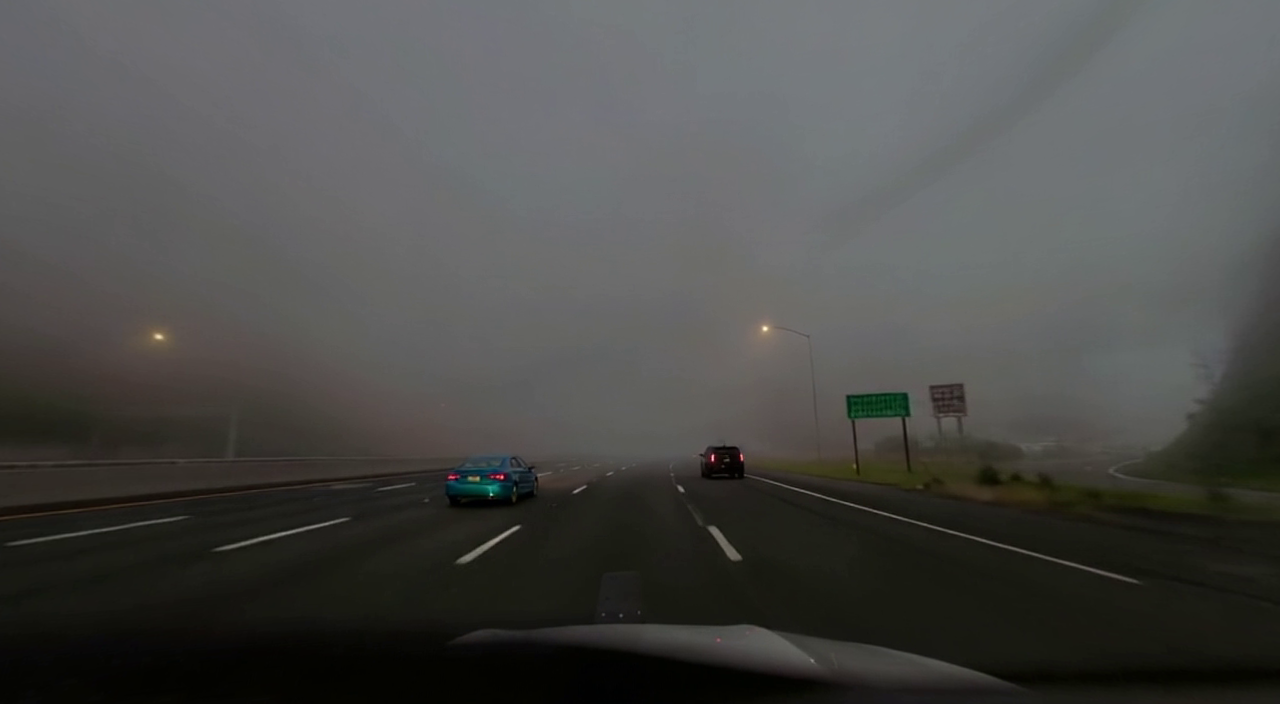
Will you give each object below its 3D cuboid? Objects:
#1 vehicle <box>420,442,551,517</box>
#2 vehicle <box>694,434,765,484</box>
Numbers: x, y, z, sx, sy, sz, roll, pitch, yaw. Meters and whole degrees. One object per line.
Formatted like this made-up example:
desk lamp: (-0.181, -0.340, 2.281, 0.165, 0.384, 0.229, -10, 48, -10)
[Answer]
vehicle: (-3.457, 2.924, 15.012, 1.937, 1.490, 4.372, 0, -9, 1)
vehicle: (3.524, 4.313, 25.681, 2.225, 1.833, 4.340, 0, -9, 0)
